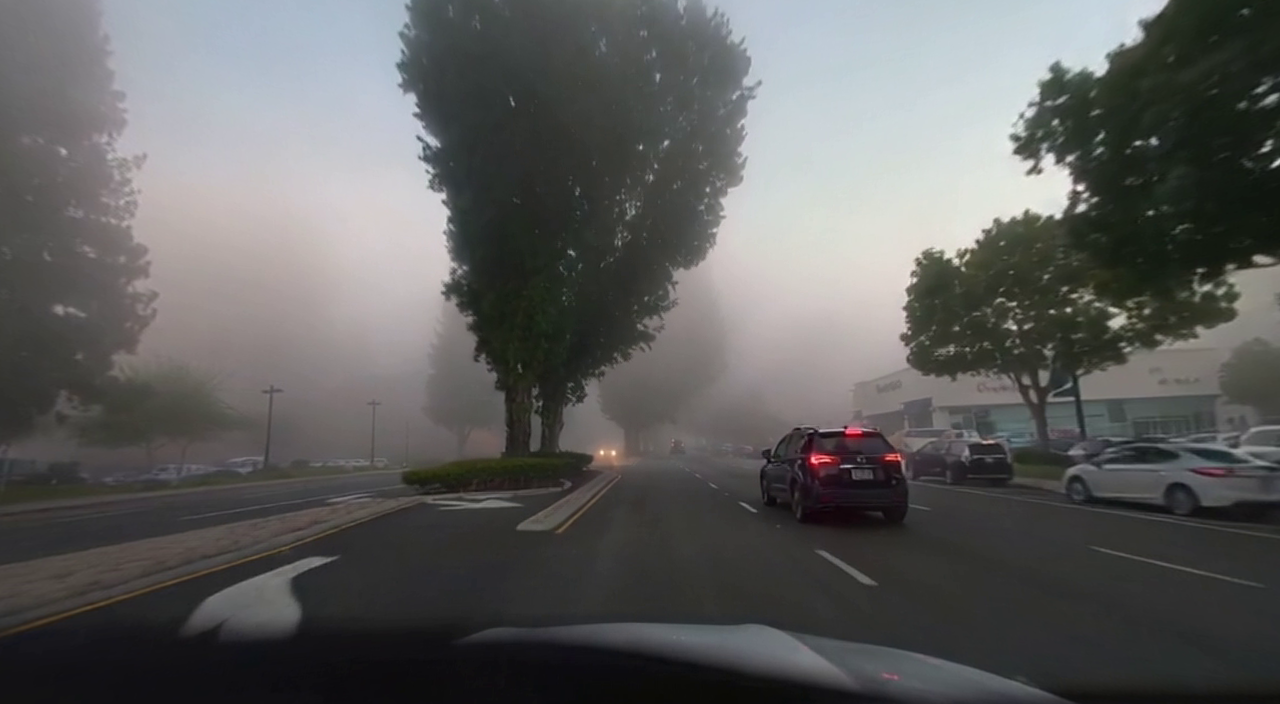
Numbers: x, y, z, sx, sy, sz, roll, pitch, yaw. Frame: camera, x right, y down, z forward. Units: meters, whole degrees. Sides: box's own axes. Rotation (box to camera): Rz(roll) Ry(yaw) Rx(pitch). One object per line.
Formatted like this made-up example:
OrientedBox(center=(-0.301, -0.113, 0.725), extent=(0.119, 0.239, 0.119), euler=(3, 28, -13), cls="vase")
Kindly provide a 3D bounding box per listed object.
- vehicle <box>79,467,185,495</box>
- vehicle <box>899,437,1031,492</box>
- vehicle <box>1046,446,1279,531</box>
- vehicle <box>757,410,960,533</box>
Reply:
OrientedBox(center=(-29.448, 7.466, 36.634), extent=(4.483, 1.480, 2.045), euler=(-1, -9, 4), cls="vehicle")
OrientedBox(center=(10.968, 3.799, 21.719), extent=(2.154, 1.678, 4.428), euler=(0, -9, 0), cls="vehicle")
OrientedBox(center=(10.925, 2.715, 13.279), extent=(1.821, 1.463, 4.437), euler=(0, -8, 1), cls="vehicle")
OrientedBox(center=(3.711, 2.139, 11.808), extent=(2.183, 1.845, 4.482), euler=(0, -8, 0), cls="vehicle")
